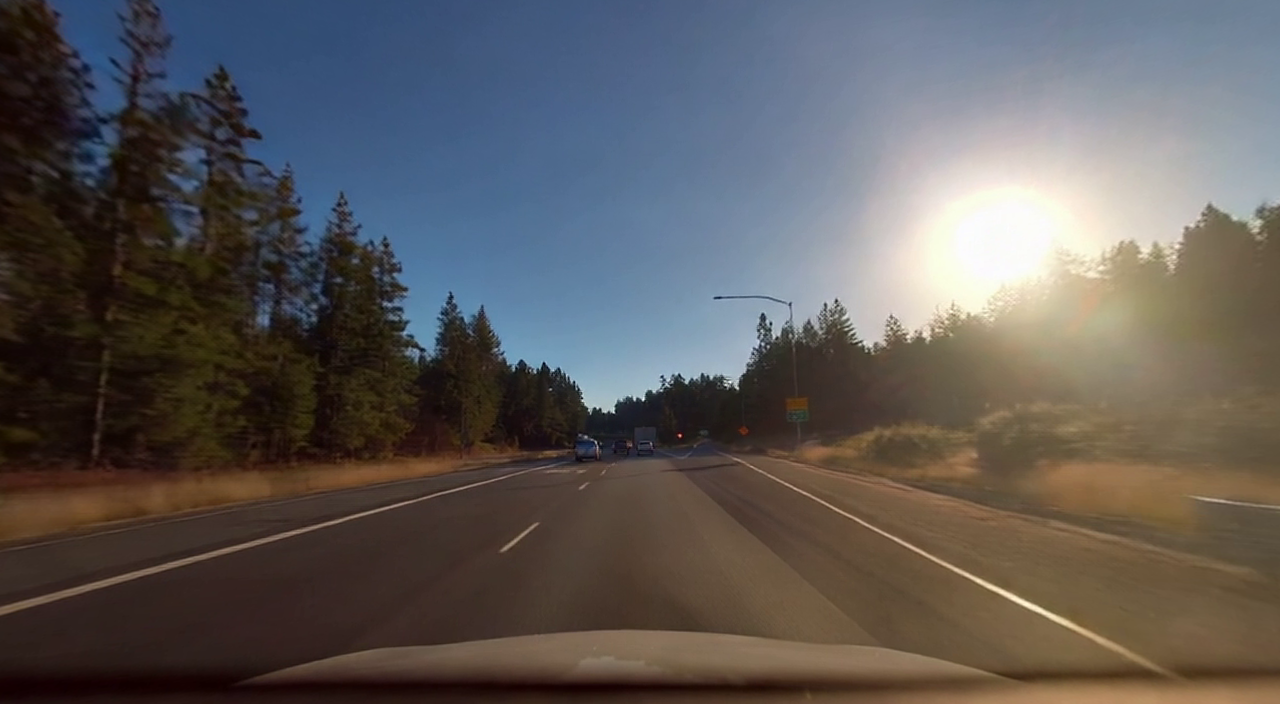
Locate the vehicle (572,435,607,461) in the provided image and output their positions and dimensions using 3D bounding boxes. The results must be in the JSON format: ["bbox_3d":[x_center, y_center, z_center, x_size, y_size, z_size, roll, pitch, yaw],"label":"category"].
[{"bbox_3d":[-3.581,6.925,45.561,2.129,1.742,4.217,-1,-8,1],"label":"vehicle"}]
